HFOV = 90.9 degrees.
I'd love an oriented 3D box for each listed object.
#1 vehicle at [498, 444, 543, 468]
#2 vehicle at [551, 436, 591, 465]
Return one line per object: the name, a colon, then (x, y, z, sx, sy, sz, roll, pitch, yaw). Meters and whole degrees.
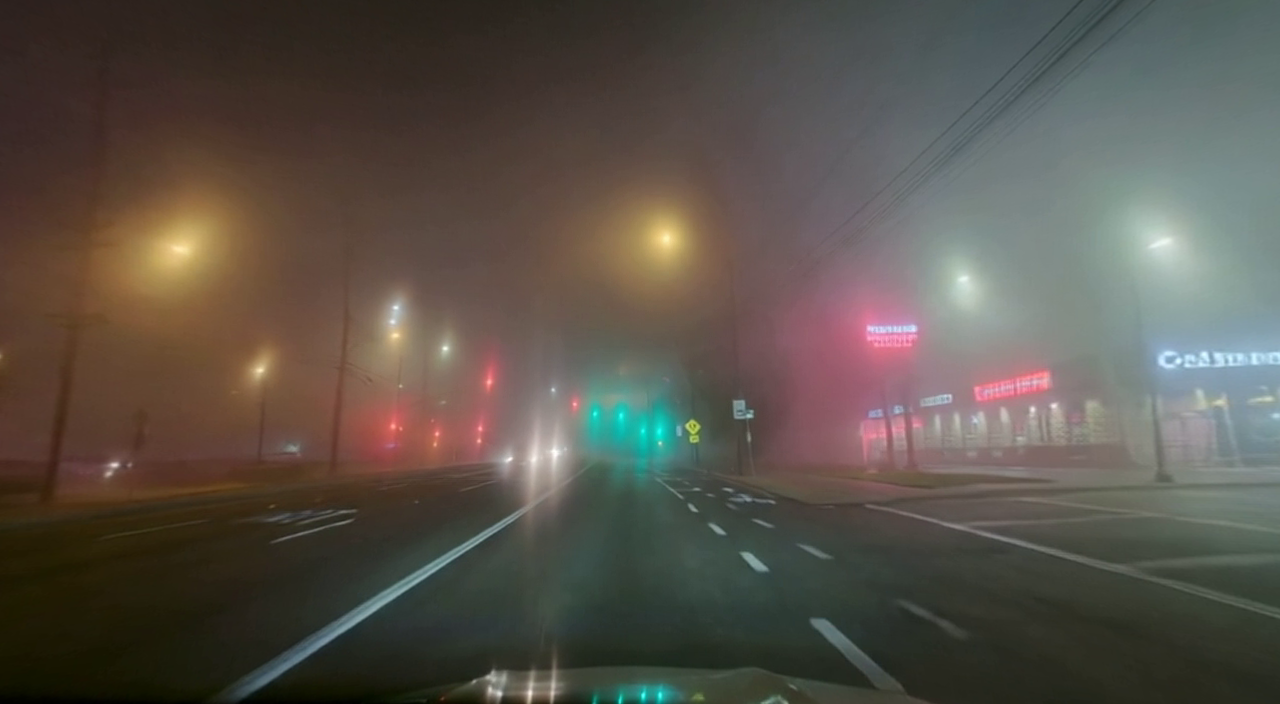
vehicle: (-7.422, 6.475, 39.496, 2.010, 1.455, 4.271, 0, -8, 0)
vehicle: (-4.809, 6.935, 44.704, 2.371, 1.926, 5.099, 0, -8, -2)
